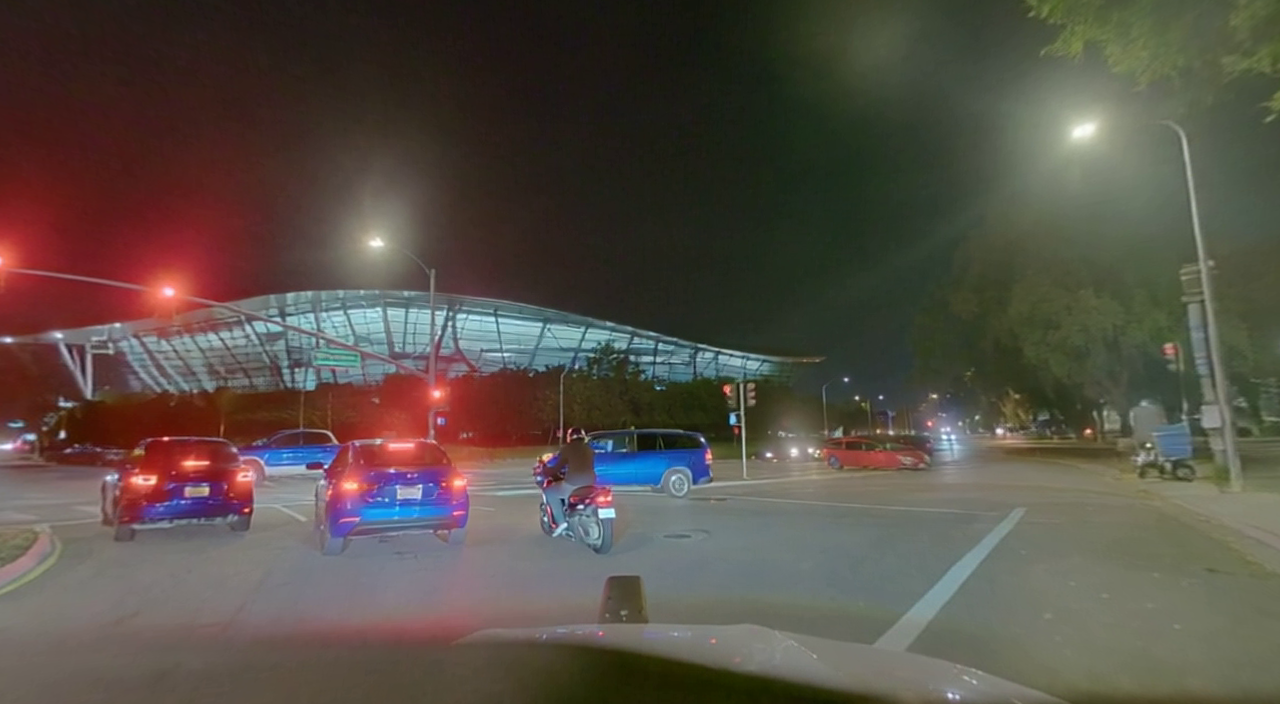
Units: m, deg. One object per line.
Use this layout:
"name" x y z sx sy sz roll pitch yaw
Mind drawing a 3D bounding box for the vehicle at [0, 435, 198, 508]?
"vehicle" -14.397 3.084 16.554 4.380 1.727 2.052 -2 -9 14

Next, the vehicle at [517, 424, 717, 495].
"vehicle" -0.729 3.318 19.907 5.833 1.960 2.341 3 -9 -21

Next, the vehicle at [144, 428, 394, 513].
"vehicle" -8.321 2.661 14.424 4.583 1.755 1.936 -1 -8 6

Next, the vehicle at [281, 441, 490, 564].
"vehicle" -4.143 2.139 9.860 2.009 1.450 4.182 6 -10 -36

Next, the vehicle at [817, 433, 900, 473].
"vehicle" 10.160 4.626 29.119 2.084 1.656 4.583 -7 -11 38

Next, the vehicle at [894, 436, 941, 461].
"vehicle" 18.498 6.387 41.954 2.024 1.543 4.028 -6 -10 34

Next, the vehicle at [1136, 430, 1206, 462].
"vehicle" 26.008 4.612 31.038 1.872 1.467 4.385 -5 -10 31
